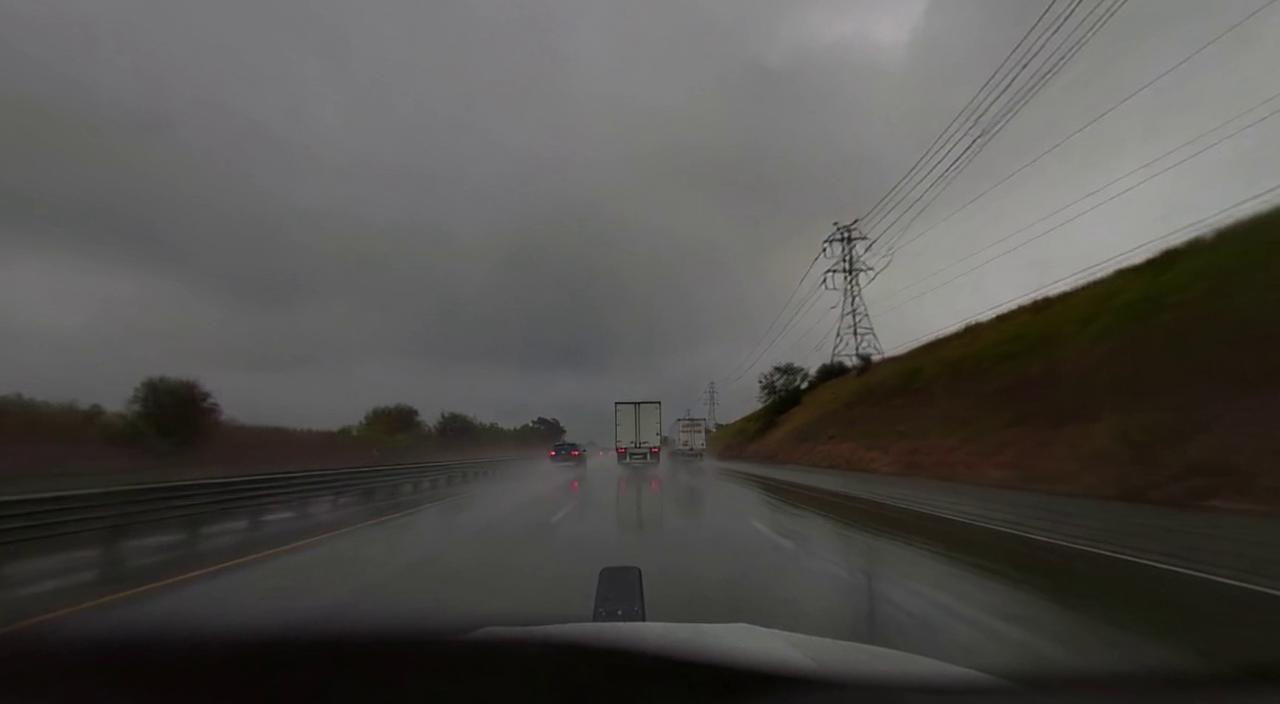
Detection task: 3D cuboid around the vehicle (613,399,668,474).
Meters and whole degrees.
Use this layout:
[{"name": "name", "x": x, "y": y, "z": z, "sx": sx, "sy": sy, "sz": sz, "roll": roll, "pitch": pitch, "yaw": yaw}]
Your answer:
[{"name": "vehicle", "x": 0.069, "y": 5.427, "z": 39.789, "sx": 2.985, "sy": 4.025, "sz": 10.982, "roll": 0, "pitch": -9, "yaw": 0}]

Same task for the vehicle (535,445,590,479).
[{"name": "vehicle", "x": -3.758, "y": 5.432, "z": 31.441, "sx": 2.128, "sy": 1.533, "sz": 4.694, "roll": 0, "pitch": -9, "yaw": 0}]
